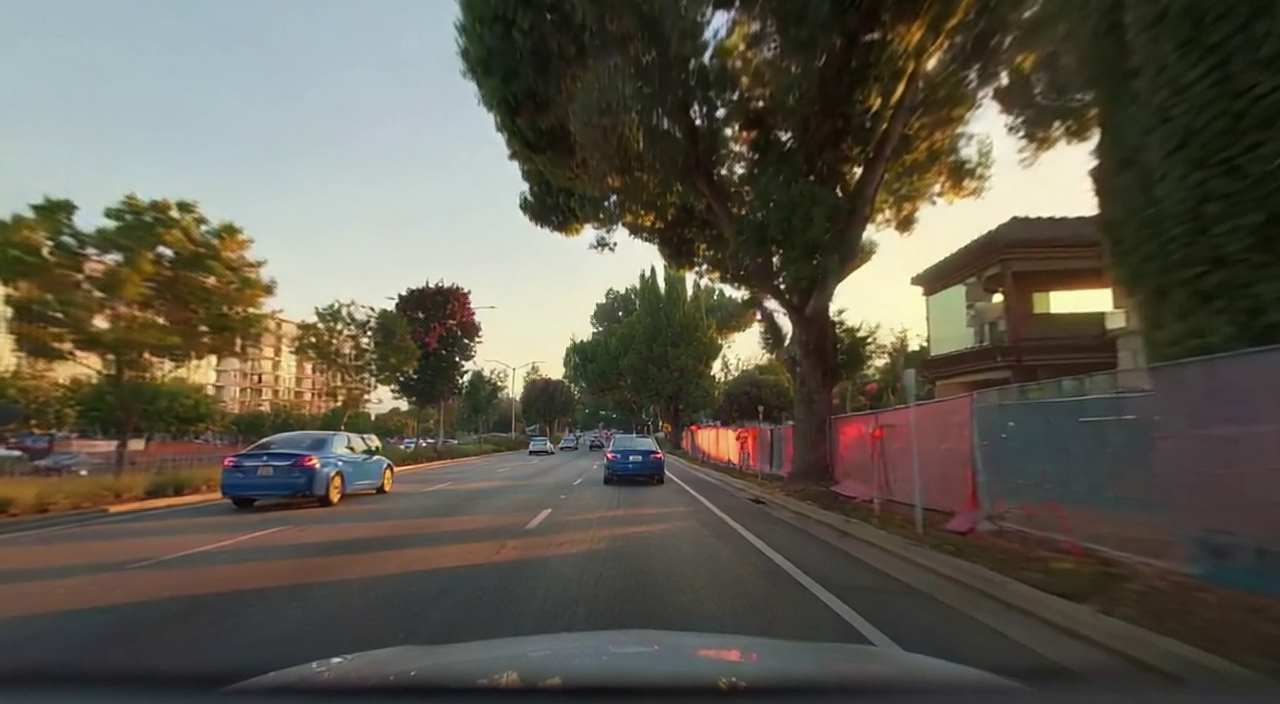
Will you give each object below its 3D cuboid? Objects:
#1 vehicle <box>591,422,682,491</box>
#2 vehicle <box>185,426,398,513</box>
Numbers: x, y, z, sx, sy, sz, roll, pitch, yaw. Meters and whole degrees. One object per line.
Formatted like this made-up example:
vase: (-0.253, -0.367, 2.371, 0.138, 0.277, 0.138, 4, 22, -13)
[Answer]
vehicle: (-0.168, 2.842, 17.540, 2.227, 1.654, 4.091, 0, -8, -2)
vehicle: (-6.837, 2.309, 13.055, 1.877, 1.479, 4.430, 0, -8, 0)
